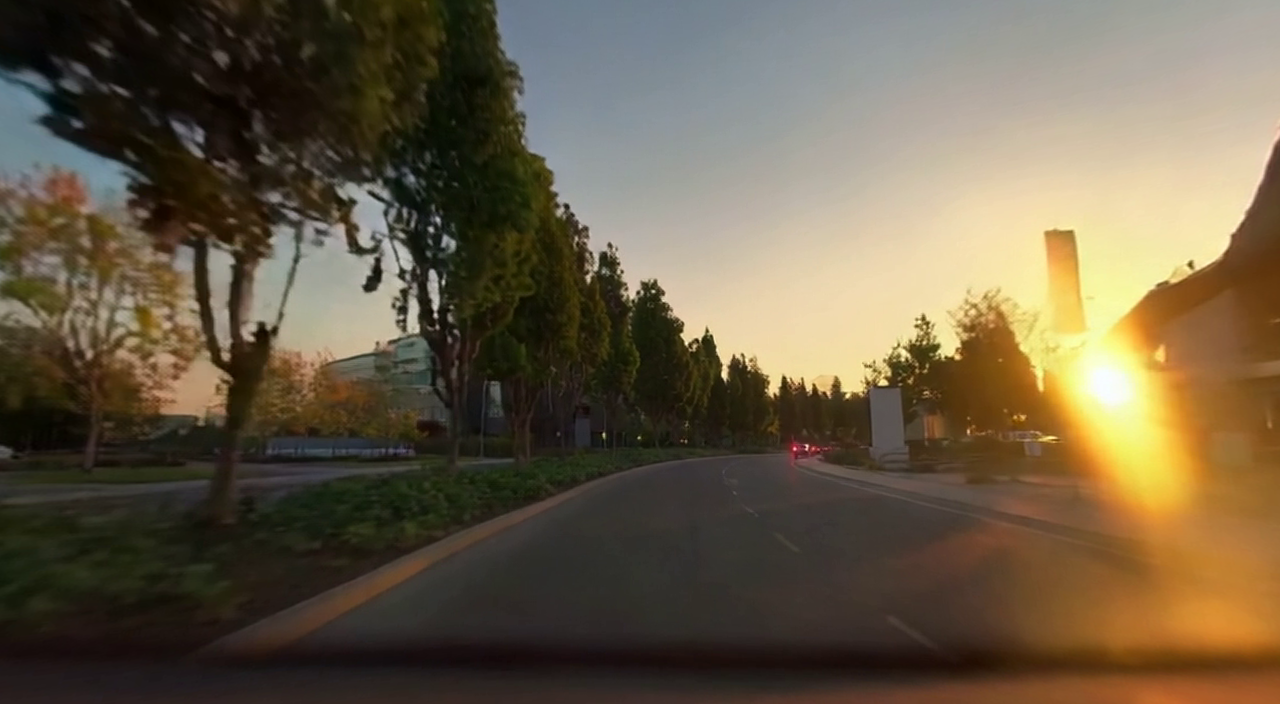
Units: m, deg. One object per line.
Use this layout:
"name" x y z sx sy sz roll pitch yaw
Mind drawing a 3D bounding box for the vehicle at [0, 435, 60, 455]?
"vehicle" -44.992 6.755 45.799 3.683 1.426 1.810 0 -9 -2
